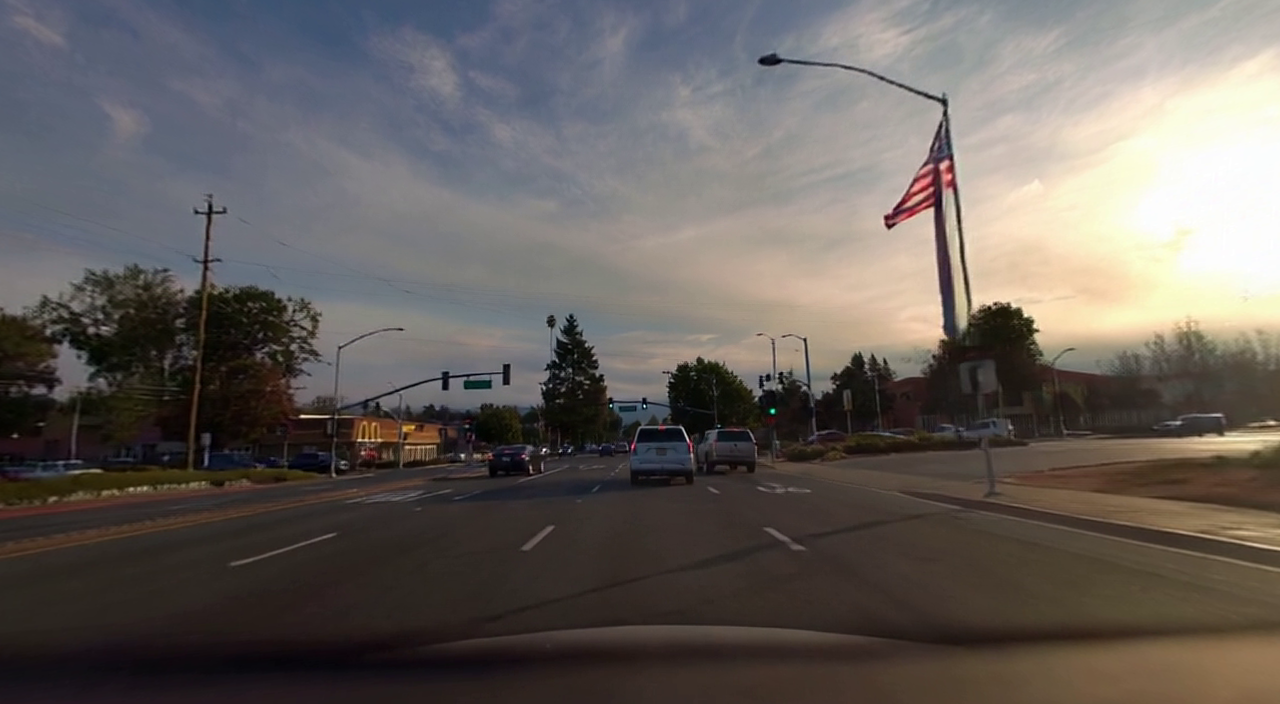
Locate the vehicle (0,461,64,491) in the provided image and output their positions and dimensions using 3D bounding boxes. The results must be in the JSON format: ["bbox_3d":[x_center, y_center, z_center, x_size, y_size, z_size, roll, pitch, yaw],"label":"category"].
[{"bbox_3d":[-42.165,8.238,41.966,2.140,1.827,5.805,0,-8,1],"label":"vehicle"}]

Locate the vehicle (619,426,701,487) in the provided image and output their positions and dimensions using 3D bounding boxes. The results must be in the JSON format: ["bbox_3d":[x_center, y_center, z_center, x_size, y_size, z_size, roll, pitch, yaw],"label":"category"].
[{"bbox_3d":[0.608,3.581,21.977,2.513,1.854,5.235,0,-8,0],"label":"vehicle"}]

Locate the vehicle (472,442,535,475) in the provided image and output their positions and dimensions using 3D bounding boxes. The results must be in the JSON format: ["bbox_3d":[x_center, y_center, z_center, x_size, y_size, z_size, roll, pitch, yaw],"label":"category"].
[{"bbox_3d":[-6.442,5.095,30.374,1.966,1.461,4.422,0,-8,1],"label":"vehicle"}]

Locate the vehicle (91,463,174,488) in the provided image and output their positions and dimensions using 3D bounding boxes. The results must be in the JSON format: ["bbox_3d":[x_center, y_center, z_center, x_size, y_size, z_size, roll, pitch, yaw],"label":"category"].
[{"bbox_3d":[-34.041,8.287,42.491,1.819,1.433,4.403,-1,-8,2],"label":"vehicle"}]

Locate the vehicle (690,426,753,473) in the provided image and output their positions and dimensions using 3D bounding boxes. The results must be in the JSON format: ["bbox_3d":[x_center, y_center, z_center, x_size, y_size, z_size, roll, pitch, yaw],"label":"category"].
[{"bbox_3d":[3.978,4.914,31.988,2.452,2.148,5.877,0,-8,0],"label":"vehicle"}]
